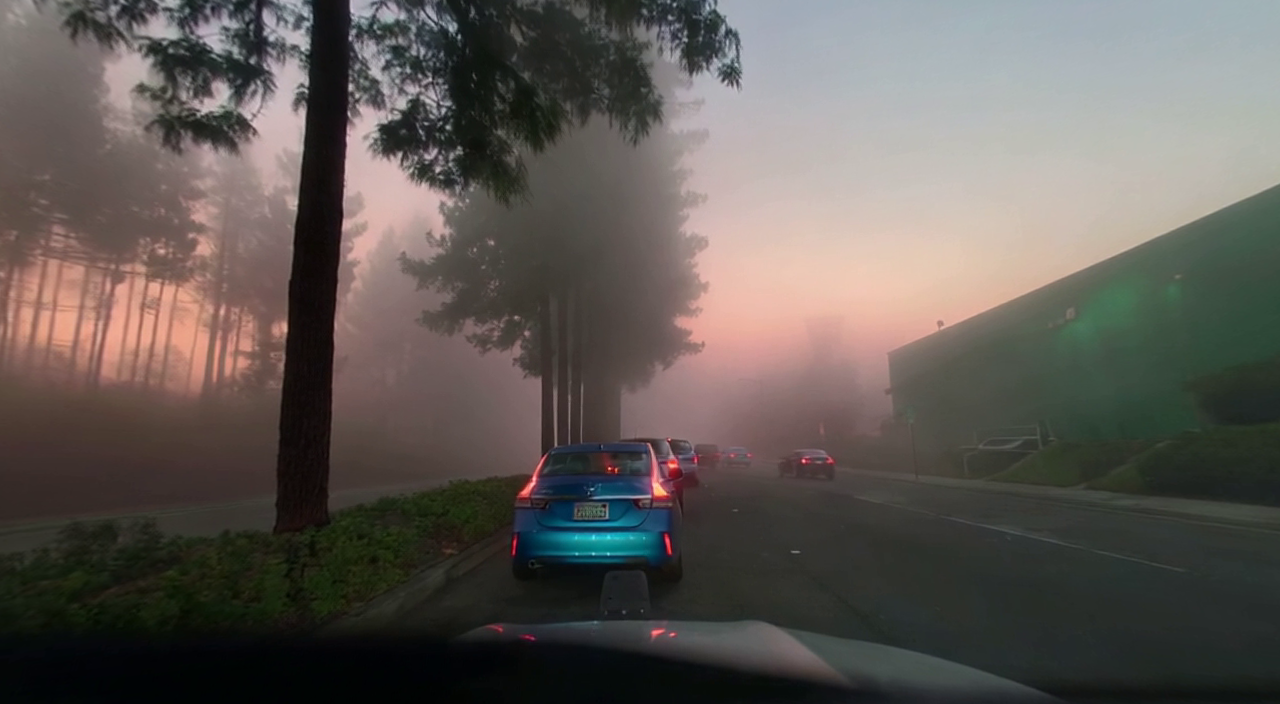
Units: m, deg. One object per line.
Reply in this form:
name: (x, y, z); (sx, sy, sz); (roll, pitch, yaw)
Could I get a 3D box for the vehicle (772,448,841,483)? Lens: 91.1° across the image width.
vehicle: (7.100, 4.847, 27.196); (1.909, 1.380, 3.905); (0, -8, 0)

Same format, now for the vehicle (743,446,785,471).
vehicle: (8.028, 6.915, 40.996); (1.887, 1.516, 4.419); (0, -9, 0)

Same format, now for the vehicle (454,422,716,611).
vehicle: (-0.452, 1.634, 7.146); (2.111, 1.506, 4.018); (0, -8, 0)
